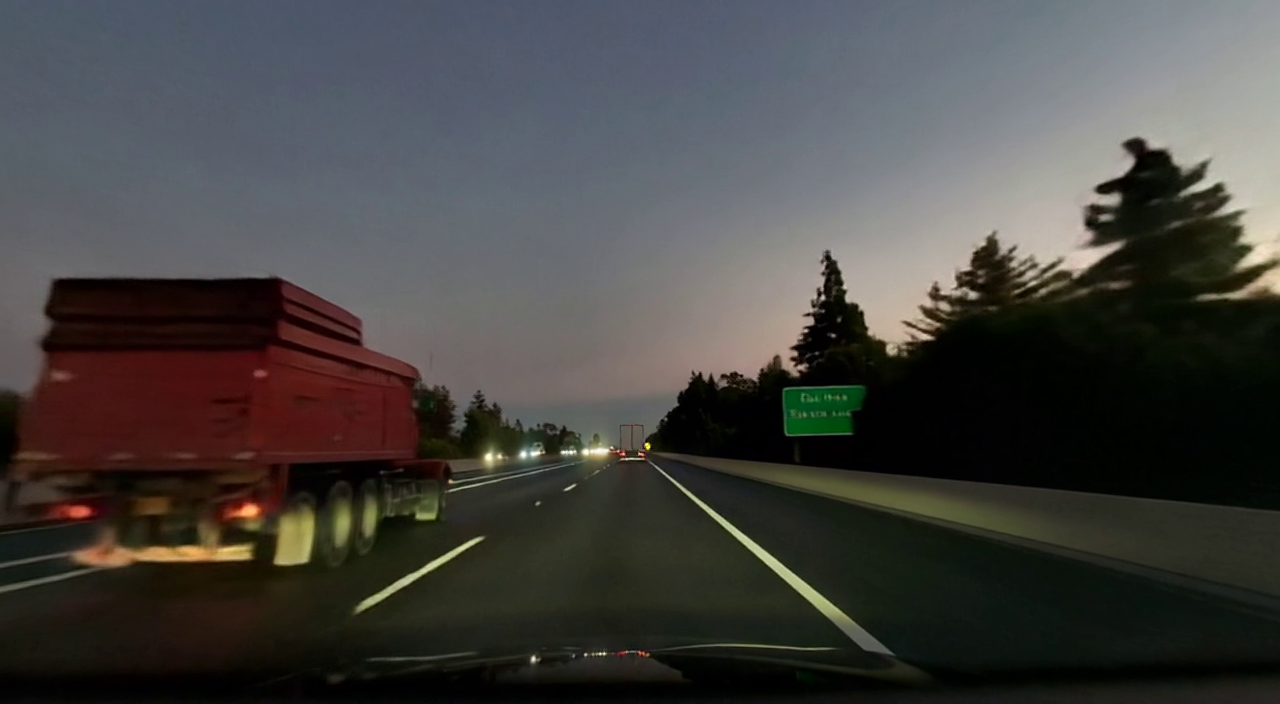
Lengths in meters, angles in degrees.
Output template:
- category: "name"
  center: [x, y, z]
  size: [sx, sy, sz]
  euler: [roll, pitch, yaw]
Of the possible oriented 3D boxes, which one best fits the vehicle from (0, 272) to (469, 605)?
- category: "vehicle"
  center: [-4.382, 1.172, 8.498]
  size: [2.368, 2.813, 6.329]
  euler: [0, -9, 0]
